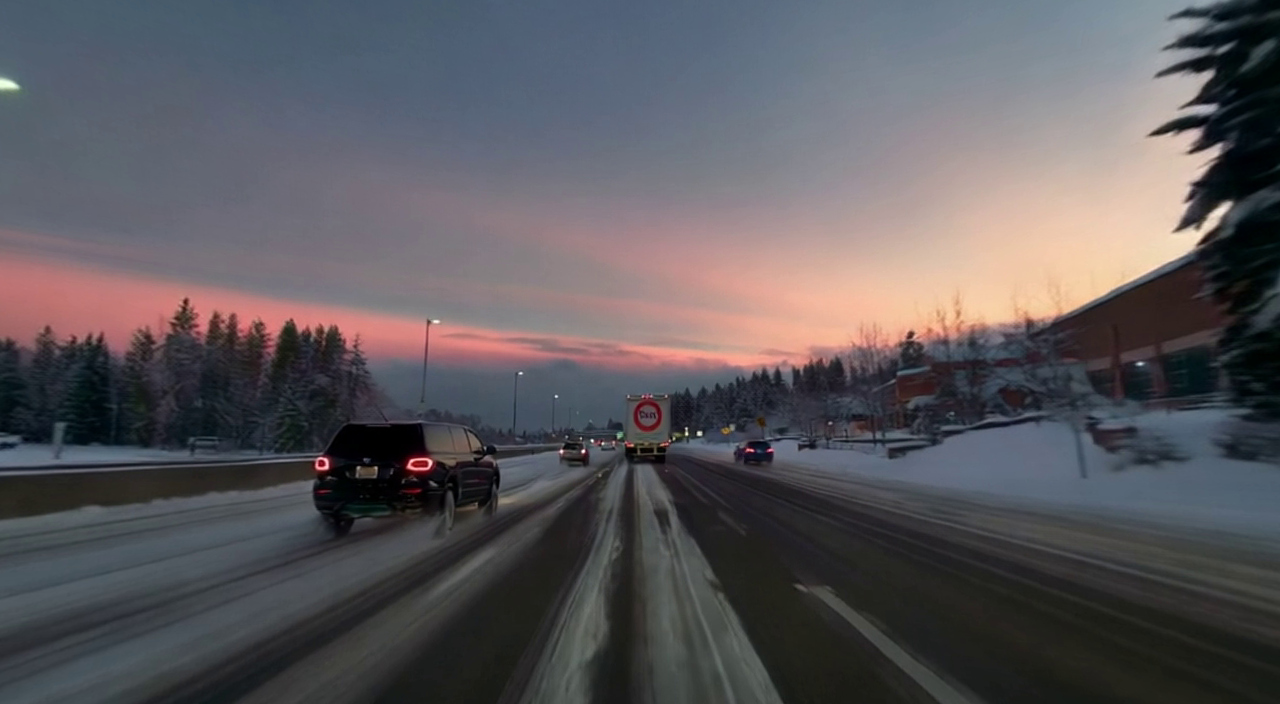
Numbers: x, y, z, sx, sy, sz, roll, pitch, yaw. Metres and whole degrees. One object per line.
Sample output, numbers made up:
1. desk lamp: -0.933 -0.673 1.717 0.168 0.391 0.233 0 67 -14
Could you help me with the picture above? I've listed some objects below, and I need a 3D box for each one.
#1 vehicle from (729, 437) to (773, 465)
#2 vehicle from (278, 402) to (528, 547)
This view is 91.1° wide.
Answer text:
1. vehicle: 6.897 6.212 39.536 1.958 1.681 4.109 0 -9 -1
2. vehicle: -3.457 1.927 10.488 2.178 1.826 4.933 0 -9 1
